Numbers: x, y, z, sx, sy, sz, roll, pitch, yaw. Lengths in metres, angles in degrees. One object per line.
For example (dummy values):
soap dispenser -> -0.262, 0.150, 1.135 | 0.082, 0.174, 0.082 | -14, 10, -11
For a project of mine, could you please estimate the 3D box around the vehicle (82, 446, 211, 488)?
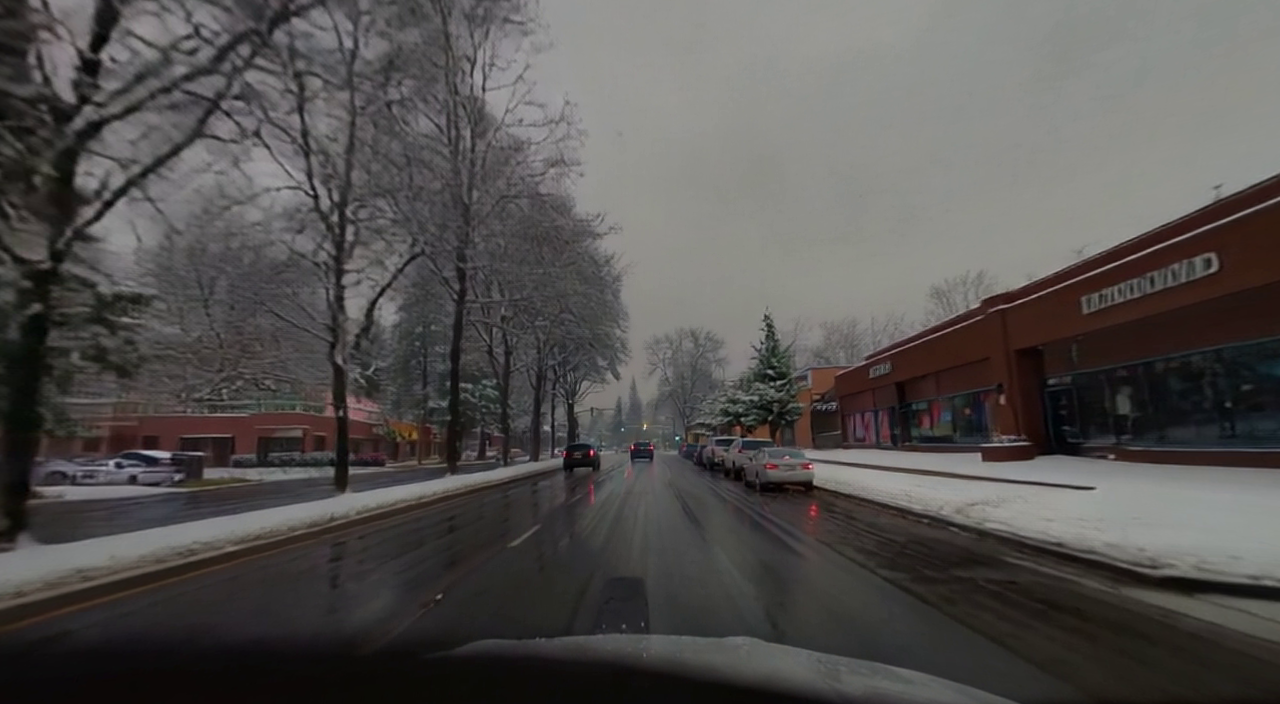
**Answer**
vehicle -> -27.031, 6.276, 34.900 | 2.231, 2.124, 5.680 | -1, -9, 4

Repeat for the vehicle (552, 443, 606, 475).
vehicle -> -2.977, 5.318, 31.628 | 2.151, 1.484, 4.468 | 0, -9, 2

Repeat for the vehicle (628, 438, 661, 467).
vehicle -> 0.317, 6.585, 41.345 | 2.075, 1.770, 4.018 | 0, -9, 1

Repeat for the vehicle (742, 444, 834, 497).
vehicle -> 4.513, 3.663, 19.916 | 1.896, 1.451, 4.329 | 0, -9, 1
